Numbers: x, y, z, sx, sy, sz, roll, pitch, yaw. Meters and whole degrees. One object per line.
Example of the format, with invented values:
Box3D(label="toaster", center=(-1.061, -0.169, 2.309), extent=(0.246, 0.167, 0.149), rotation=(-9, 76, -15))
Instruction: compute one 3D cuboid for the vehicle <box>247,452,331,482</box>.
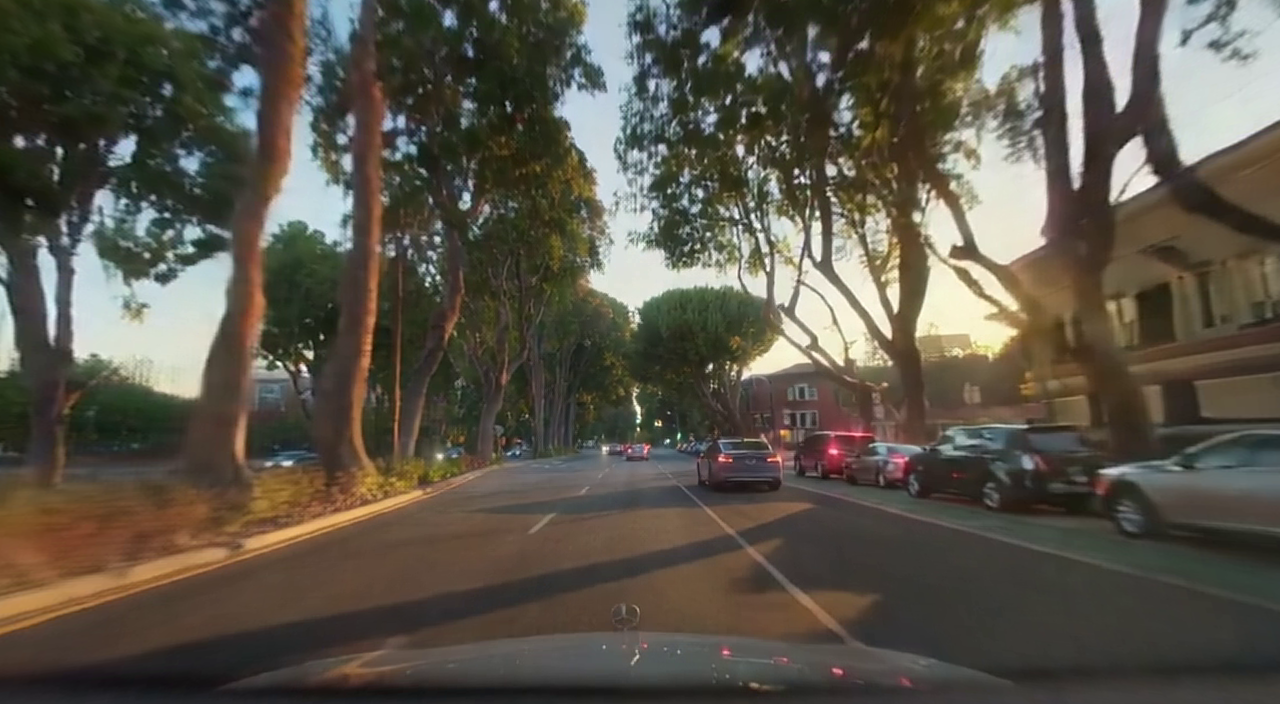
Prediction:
Box3D(label="vehicle", center=(-18.274, 5.971, 33.017), extent=(1.836, 1.454, 4.507), rotation=(0, -9, 0))

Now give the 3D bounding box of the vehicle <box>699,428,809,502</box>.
Box3D(label="vehicle", center=(2.805, 2.897, 16.432), extent=(2.022, 1.656, 4.025), rotation=(0, -9, -1))

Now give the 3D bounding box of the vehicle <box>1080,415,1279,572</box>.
Box3D(label="vehicle", center=(7.472, 1.458, 6.539), extent=(2.068, 1.558, 5.058), rotation=(0, -9, -1))

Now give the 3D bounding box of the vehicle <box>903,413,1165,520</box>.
Box3D(label="vehicle", center=(7.680, 2.304, 13.108), extent=(2.174, 1.788, 4.954), rotation=(0, -9, -1))

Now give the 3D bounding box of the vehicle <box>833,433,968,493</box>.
Box3D(label="vehicle", center=(7.523, 3.254, 18.727), extent=(1.886, 1.534, 4.464), rotation=(0, -9, -3))
